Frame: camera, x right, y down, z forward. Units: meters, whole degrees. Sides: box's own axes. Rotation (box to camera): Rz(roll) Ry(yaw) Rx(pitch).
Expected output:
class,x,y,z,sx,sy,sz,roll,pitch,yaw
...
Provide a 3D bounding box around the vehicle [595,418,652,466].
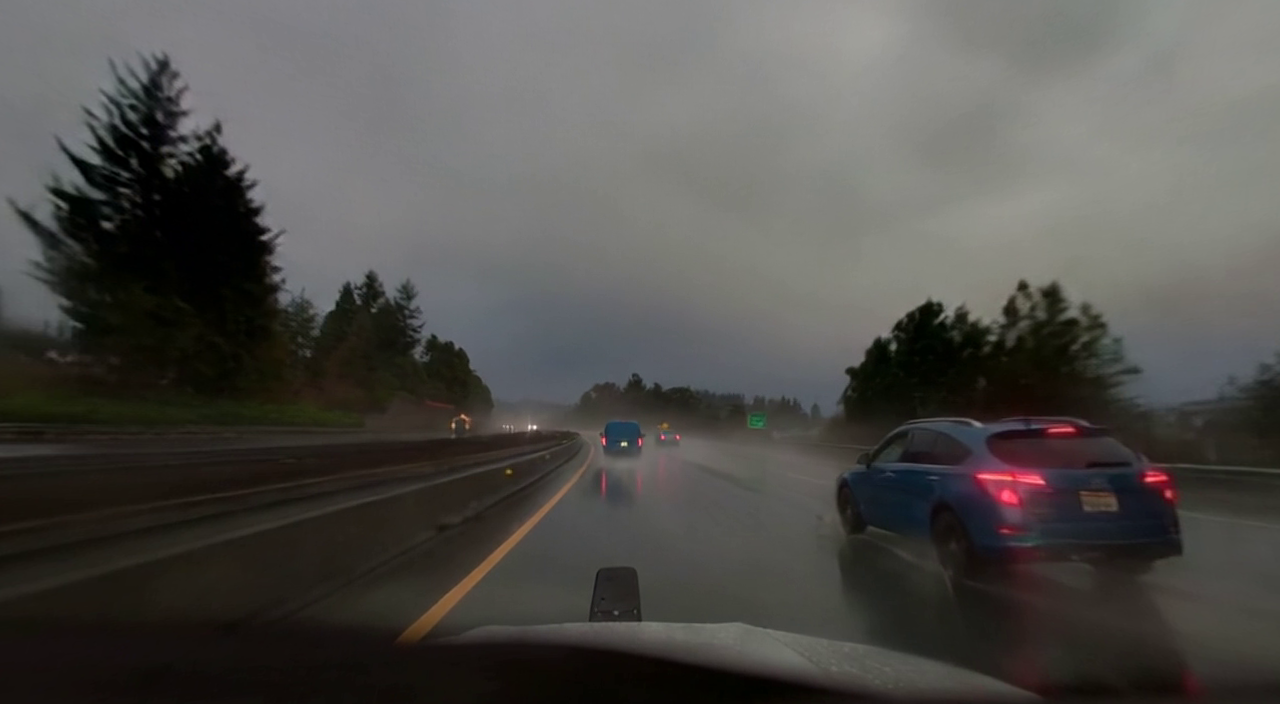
class,x,y,z,sx,sy,sz,roll,pitch,yaw
vehicle,-0.807,4.116,29.017,2.403,1.994,4.683,0,-8,-3

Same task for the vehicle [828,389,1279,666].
class,x,y,z,sx,sy,sz,roll,pitch,yaw
vehicle,3.438,1.293,5.755,2.078,1.600,4.012,0,-8,-2
